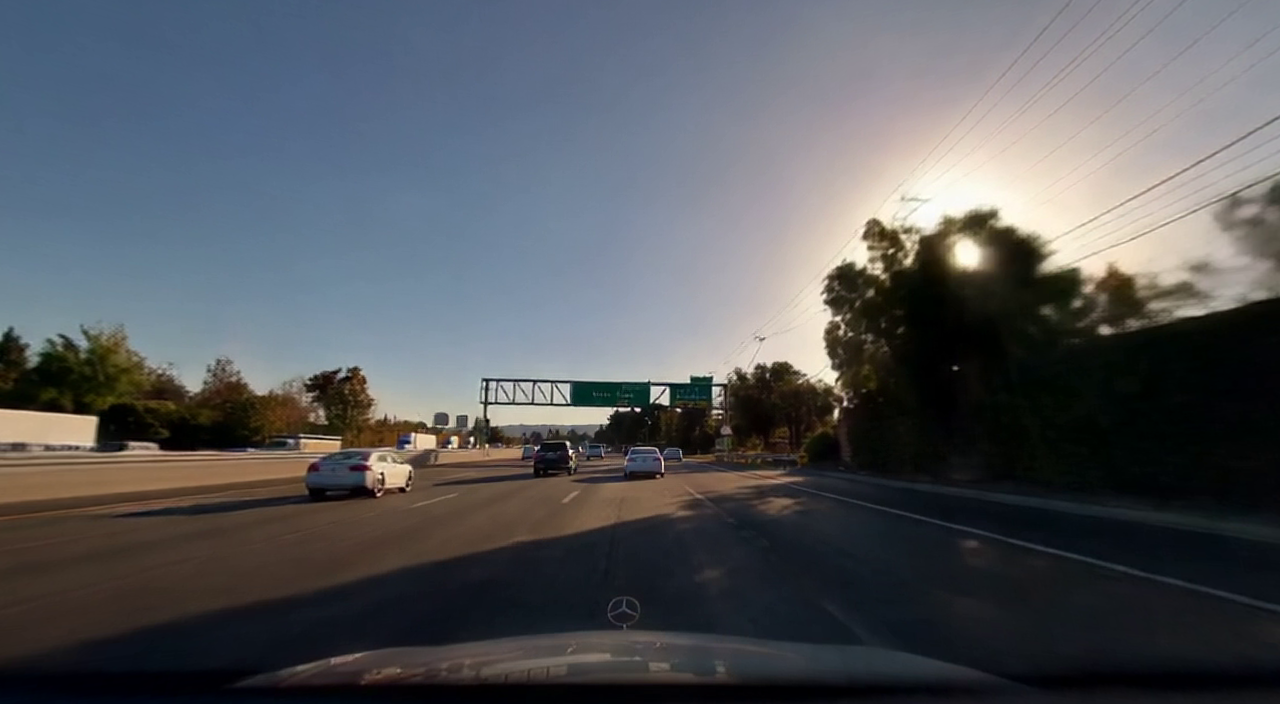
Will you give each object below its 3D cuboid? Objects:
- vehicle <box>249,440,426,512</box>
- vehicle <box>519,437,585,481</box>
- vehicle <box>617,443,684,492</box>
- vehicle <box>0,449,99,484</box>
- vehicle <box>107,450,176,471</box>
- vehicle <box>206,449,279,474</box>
[{"bbox_3d":[-7.066,2.919,15.423,1.974,1.464,4.733,0,-8,0],"label":"vehicle"},{"bbox_3d":[-3.826,4.752,28.344,2.289,1.777,4.534,0,-8,0],"label":"vehicle"},{"bbox_3d":[0.272,3.886,21.614,2.082,1.482,4.126,0,-8,-2],"label":"vehicle"},{"bbox_3d":[-28.505,5.324,29.769,1.887,1.478,4.790,0,-8,-3],"label":"vehicle"},{"bbox_3d":[-37.254,8.130,47.285,1.786,1.446,4.470,1,-8,-4],"label":"vehicle"},{"bbox_3d":[-24.995,6.877,39.862,1.868,1.472,4.438,0,-8,-2],"label":"vehicle"}]
